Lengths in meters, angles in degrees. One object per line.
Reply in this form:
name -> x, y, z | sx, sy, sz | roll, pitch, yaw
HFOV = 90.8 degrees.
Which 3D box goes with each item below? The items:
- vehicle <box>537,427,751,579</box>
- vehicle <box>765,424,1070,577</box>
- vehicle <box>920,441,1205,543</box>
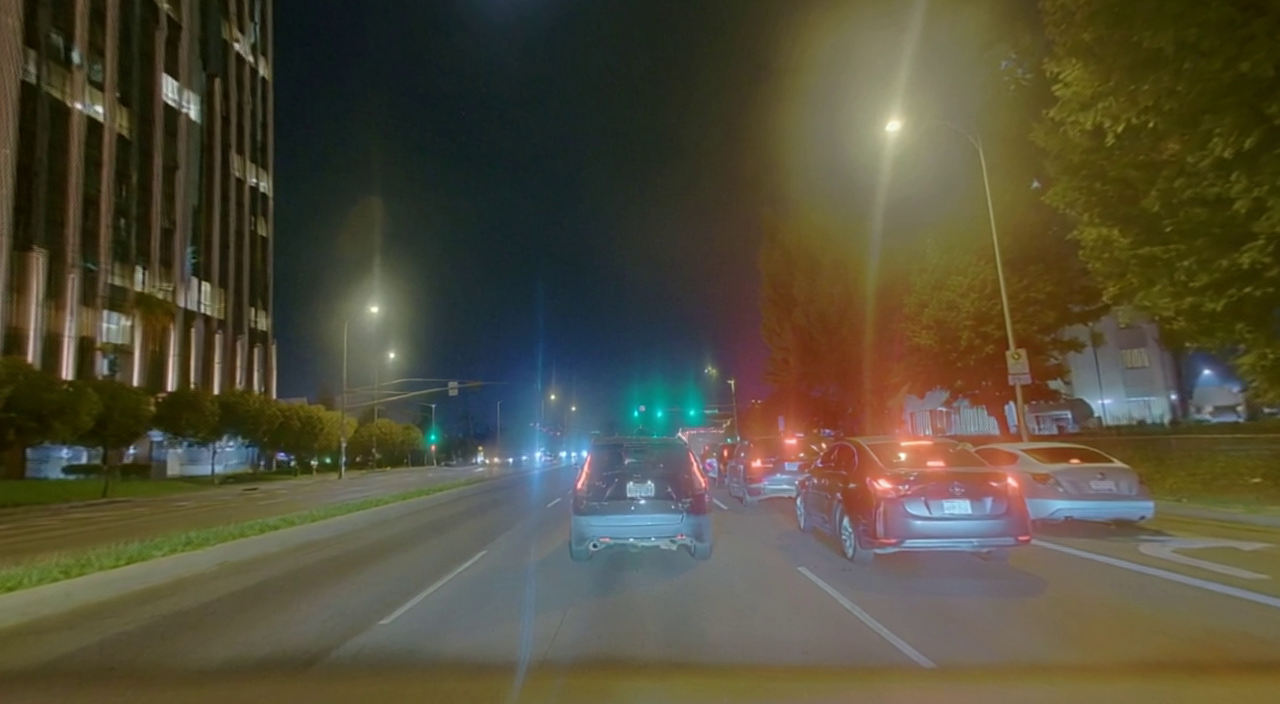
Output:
vehicle -> -0.002, 1.793, 8.355 | 2.105, 1.474, 4.127 | 0, -8, -1
vehicle -> 3.189, 1.797, 8.545 | 1.995, 1.483, 4.533 | 0, -8, -1
vehicle -> 6.534, 2.161, 10.439 | 1.915, 1.338, 3.874 | 0, -8, -2
